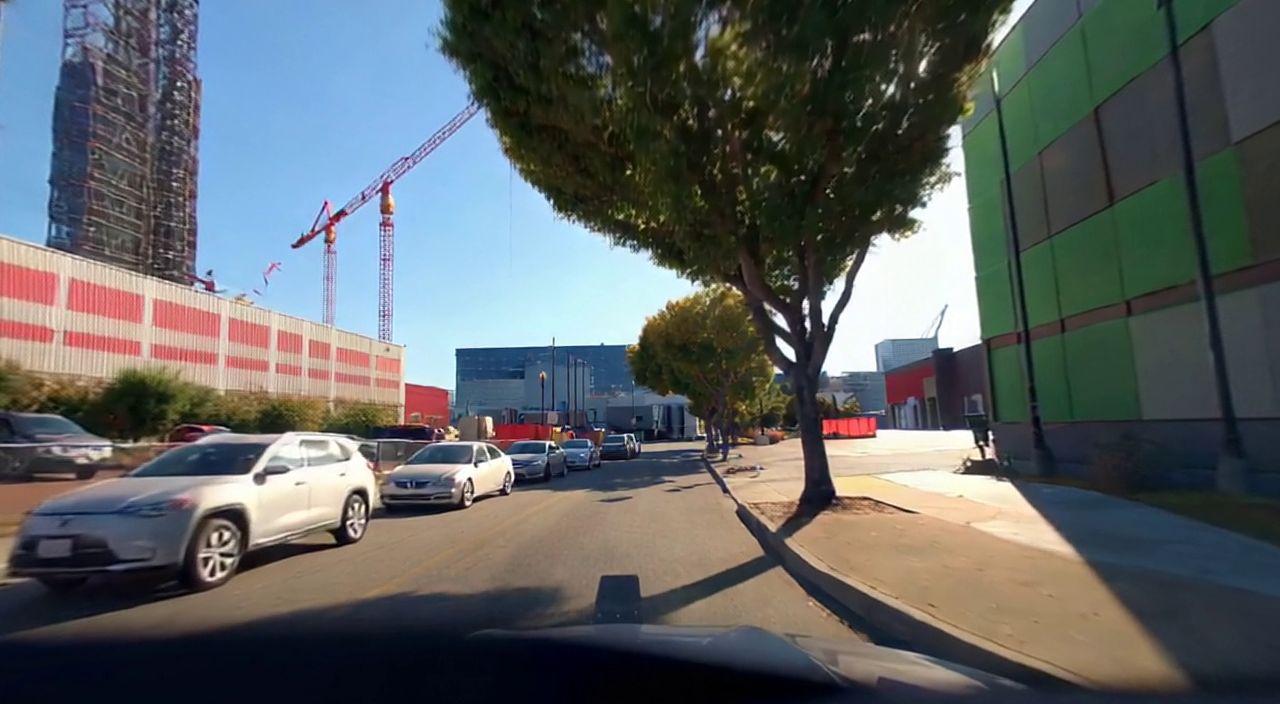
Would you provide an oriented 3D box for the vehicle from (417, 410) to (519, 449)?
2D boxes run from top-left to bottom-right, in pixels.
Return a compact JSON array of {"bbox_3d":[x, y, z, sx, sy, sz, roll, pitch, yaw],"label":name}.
[{"bbox_3d":[-11.269,5.103,41.484,6.039,2.449,2.273,-2,-8,10],"label":"vehicle"}]

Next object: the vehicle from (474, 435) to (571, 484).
[{"bbox_3d":[-3.649,3.419,20.514,1.996,1.411,4.370,-1,-8,5],"label":"vehicle"}]

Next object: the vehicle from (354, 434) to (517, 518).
[{"bbox_3d":[-4.012,2.455,13.116,1.806,1.451,3.878,-1,-8,5],"label":"vehicle"}]

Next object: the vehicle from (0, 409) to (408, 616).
[{"bbox_3d":[-4.511,1.546,7.122,1.913,1.620,3.982,-1,-8,6],"label":"vehicle"}]

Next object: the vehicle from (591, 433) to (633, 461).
[{"bbox_3d":[-1.654,5.824,38.937,1.980,1.635,4.153,-1,-8,6],"label":"vehicle"}]
